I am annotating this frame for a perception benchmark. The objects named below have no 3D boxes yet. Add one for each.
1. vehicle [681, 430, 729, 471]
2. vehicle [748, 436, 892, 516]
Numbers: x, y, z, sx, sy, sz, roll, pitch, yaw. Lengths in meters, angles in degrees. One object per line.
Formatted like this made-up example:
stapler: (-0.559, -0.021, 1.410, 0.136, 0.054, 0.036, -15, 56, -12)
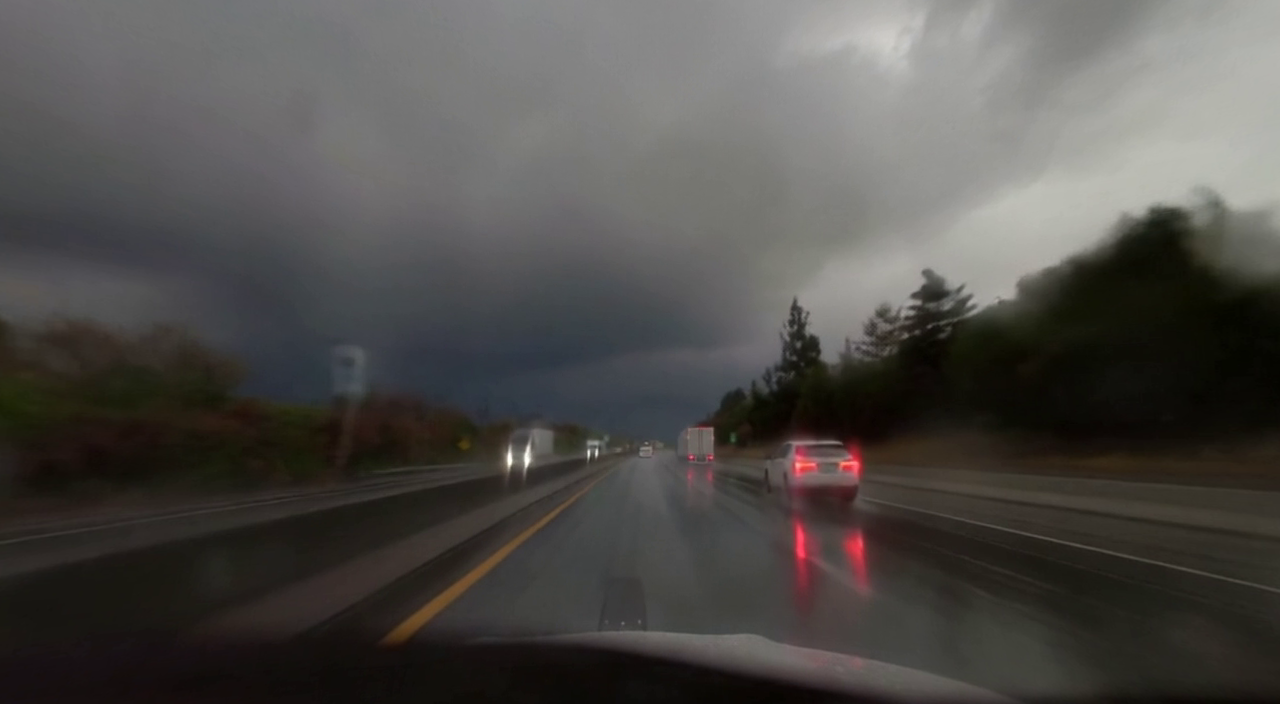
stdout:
vehicle: (4.207, 6.484, 41.599, 2.423, 2.517, 5.055, 0, -9, -2)
vehicle: (3.871, 2.735, 14.338, 2.043, 1.542, 3.881, 0, -9, -1)
